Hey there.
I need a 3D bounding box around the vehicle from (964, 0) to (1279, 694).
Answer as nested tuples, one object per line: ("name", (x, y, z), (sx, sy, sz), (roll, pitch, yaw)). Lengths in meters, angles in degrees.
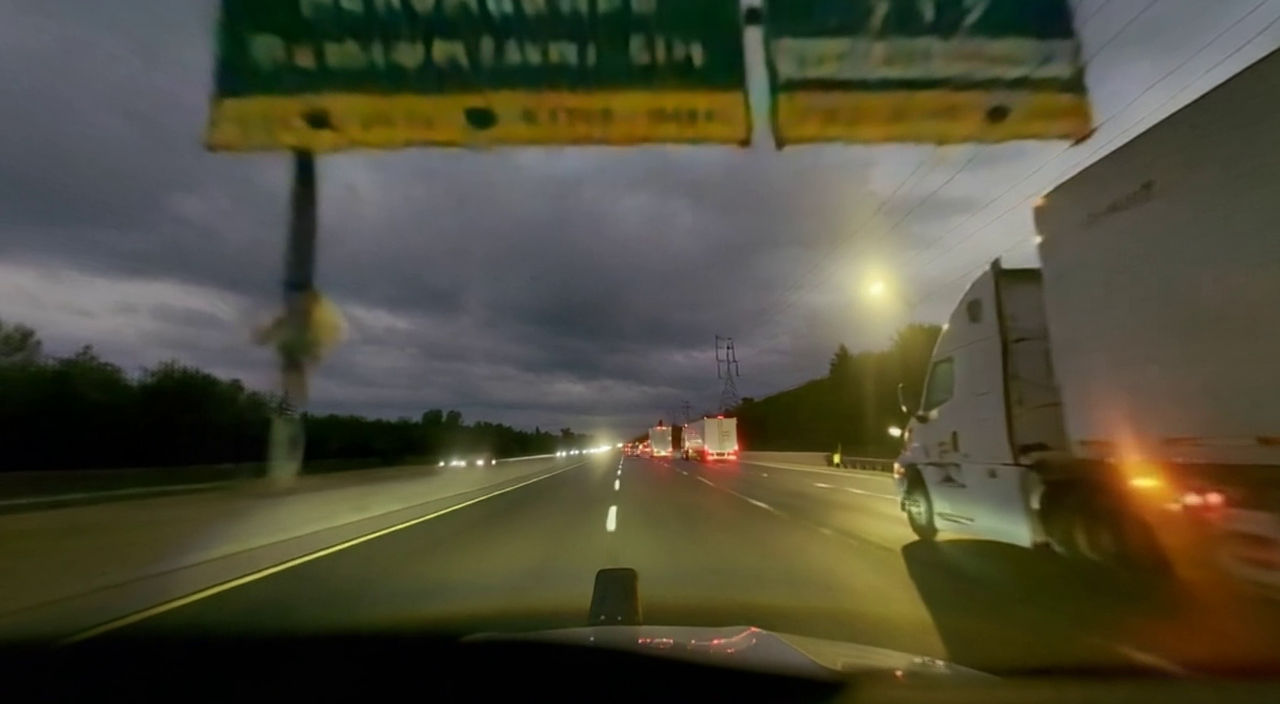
("vehicle", (5.111, -0.365, 2.057), (2.869, 4.048, 8.895), (0, -9, -3))
